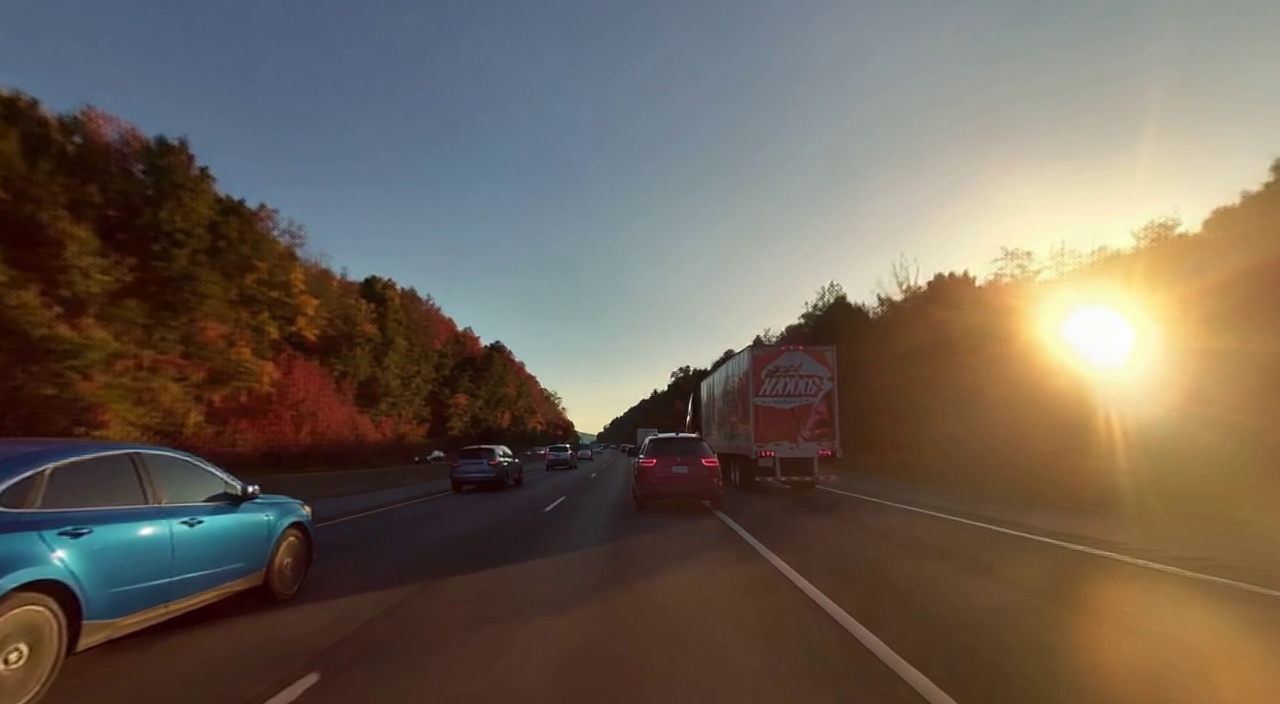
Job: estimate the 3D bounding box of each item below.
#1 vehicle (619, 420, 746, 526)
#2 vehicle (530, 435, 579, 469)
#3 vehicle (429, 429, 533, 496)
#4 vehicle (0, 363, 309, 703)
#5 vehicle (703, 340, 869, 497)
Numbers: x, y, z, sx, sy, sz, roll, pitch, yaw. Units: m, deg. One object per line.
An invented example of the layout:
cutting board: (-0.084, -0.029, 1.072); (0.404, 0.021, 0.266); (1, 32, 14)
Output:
vehicle: (0.634, 2.186, 11.840); (2.017, 1.662, 3.543); (0, -8, -1)
vehicle: (-4.541, 5.380, 33.999); (2.014, 1.683, 4.275); (0, -8, 1)
vehicle: (-4.277, 3.023, 17.580); (1.905, 1.642, 3.803); (0, -8, 0)
vehicle: (-4.072, 0.968, 3.540); (1.983, 1.666, 4.452); (0, -8, 0)
vehicle: (4.472, 2.711, 23.497); (2.828, 4.081, 14.220); (0, -8, 0)
